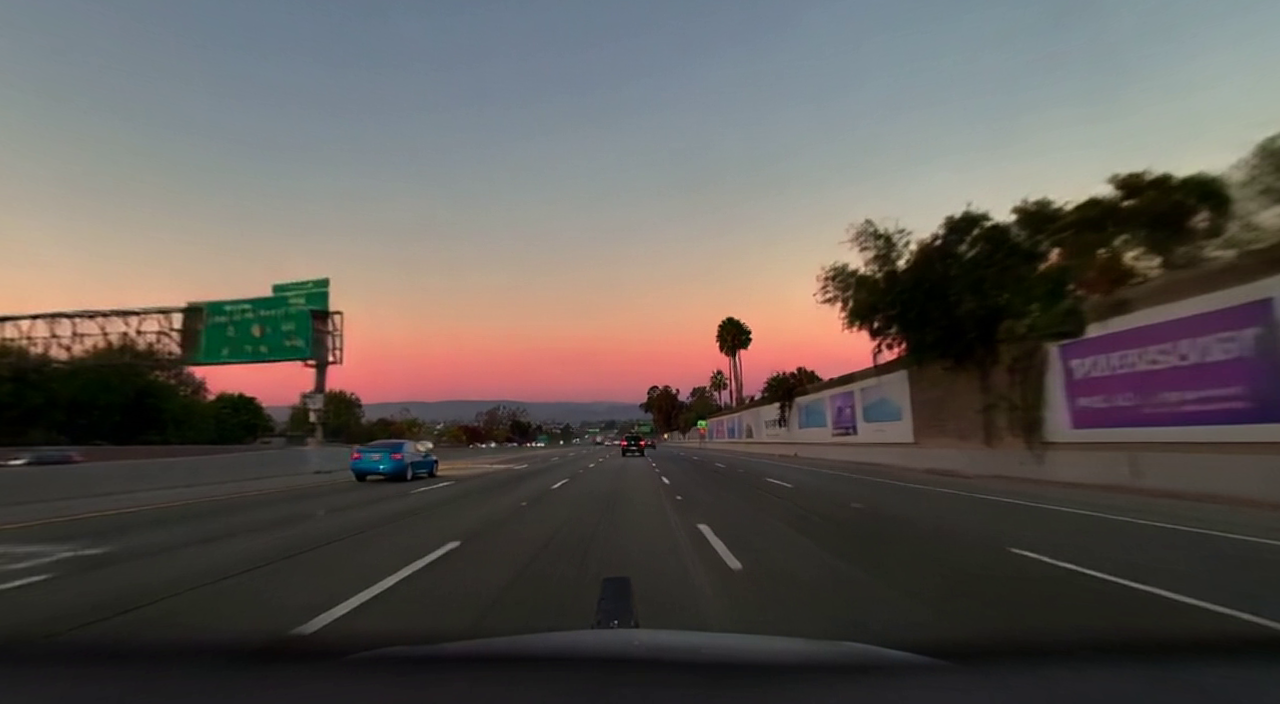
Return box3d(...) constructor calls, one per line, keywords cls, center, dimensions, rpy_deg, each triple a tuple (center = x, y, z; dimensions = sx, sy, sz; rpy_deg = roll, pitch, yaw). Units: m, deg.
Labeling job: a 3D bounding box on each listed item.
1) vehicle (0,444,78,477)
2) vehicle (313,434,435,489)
box3d(cls="vehicle", center=(-36.249, 6.210, 36.374), dimensions=(2.363, 1.746, 5.748), rpy_deg=(0, -9, 1))
box3d(cls="vehicle", center=(-8.361, 3.478, 20.390), dimensions=(1.971, 1.552, 4.465), rpy_deg=(0, -9, 0))
